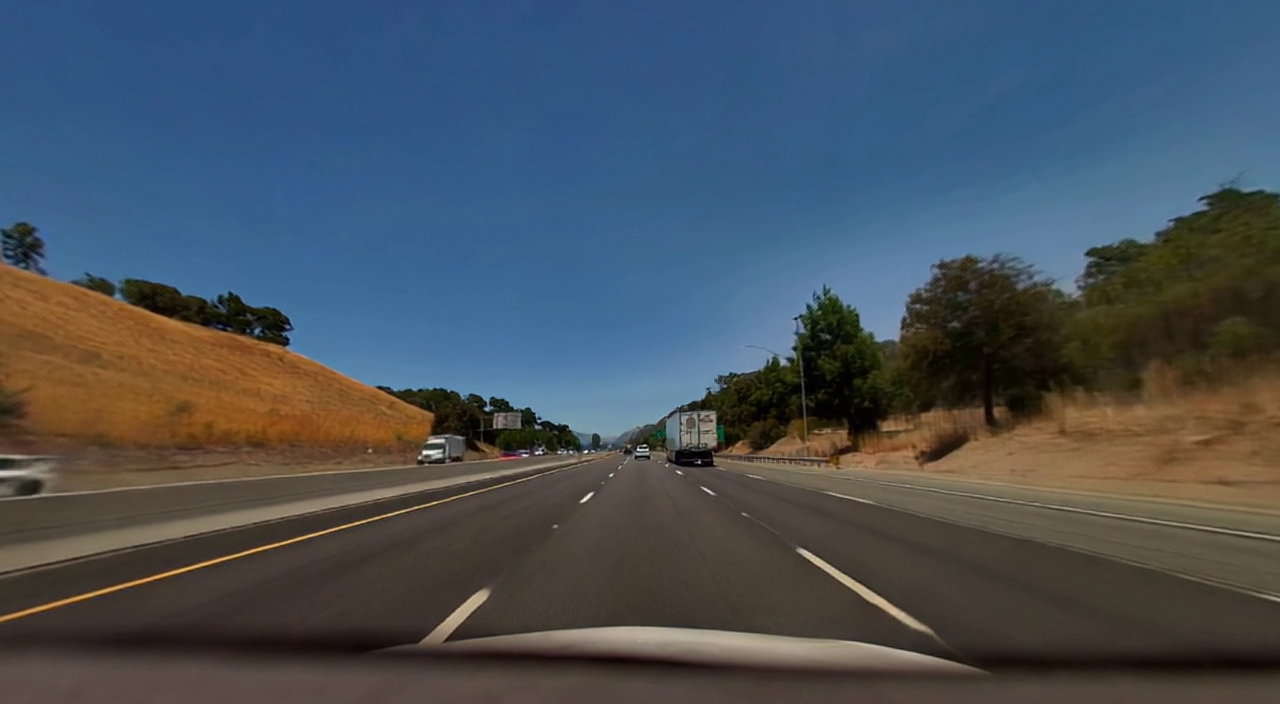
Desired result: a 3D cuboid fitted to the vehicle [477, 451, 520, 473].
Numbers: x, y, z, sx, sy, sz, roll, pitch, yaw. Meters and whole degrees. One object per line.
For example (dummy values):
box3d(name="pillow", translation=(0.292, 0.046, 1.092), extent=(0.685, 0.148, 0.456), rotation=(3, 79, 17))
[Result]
box3d(name="vehicle", translation=(-10.283, 7.993, 46.085), extent=(1.933, 1.504, 4.606), rotation=(0, -9, 1))
